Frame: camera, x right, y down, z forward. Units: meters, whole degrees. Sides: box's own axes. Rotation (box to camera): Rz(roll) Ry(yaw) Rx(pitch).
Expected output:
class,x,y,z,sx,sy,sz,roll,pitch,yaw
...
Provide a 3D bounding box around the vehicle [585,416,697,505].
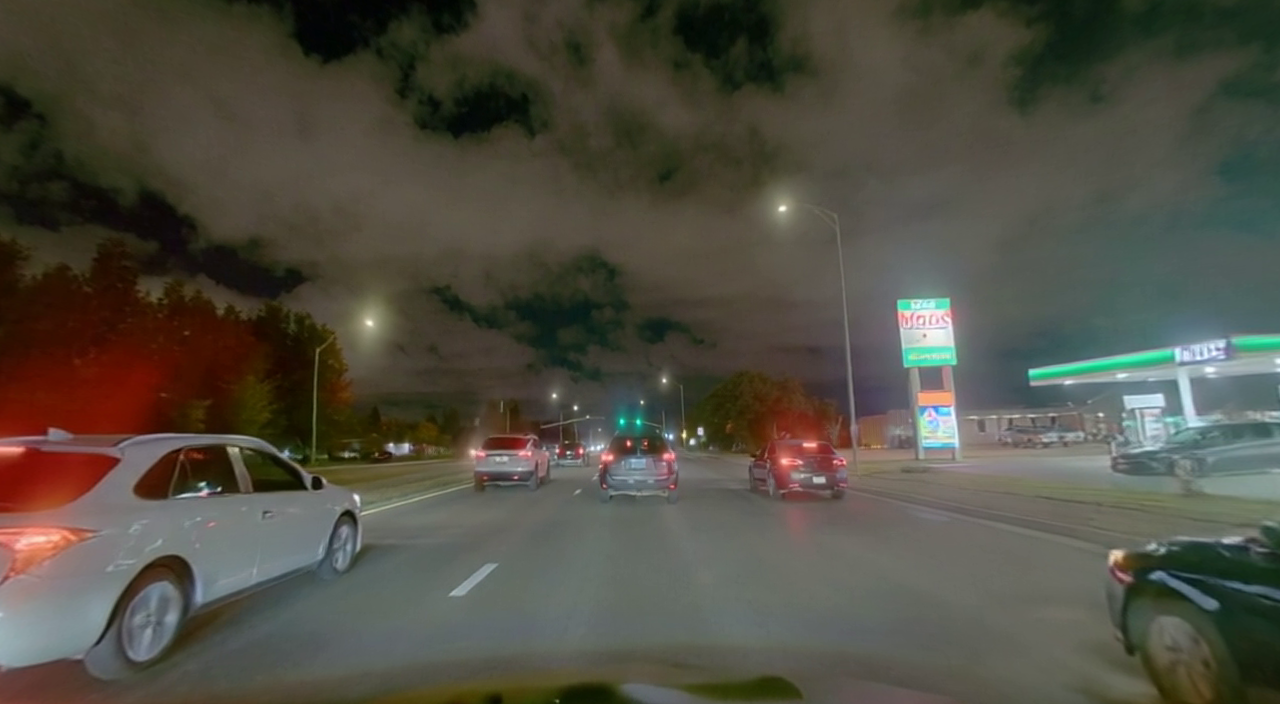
class,x,y,z,sx,sy,sz,roll,pitch,yaw
vehicle,0.011,2.524,15.086,2.279,1.803,4.254,0,-8,0

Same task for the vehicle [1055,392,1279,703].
class,x,y,z,sx,sy,sz,roll,pitch,yaw
vehicle,3.390,0.749,1.309,1.976,1.492,4.436,0,-8,-1

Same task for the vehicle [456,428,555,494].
class,x,y,z,sx,sy,sz,roll,pitch,yaw
vehicle,-3.768,3.122,18.432,1.932,1.695,4.150,0,-8,0

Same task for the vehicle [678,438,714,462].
class,x,y,z,sx,sy,sz,roll,pitch,yaw
vehicle,3.688,6.501,41.960,1.926,1.522,3.852,0,-8,-2

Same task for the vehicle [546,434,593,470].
class,x,y,z,sx,sy,sz,roll,pitch,yaw
vehicle,-3.550,5.112,32.423,1.871,1.673,3.920,0,-8,1

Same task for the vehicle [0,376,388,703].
class,x,y,z,sx,sy,sz,roll,pitch,yaw
vehicle,-3.594,1.175,4.588,1.864,1.574,4.031,0,-8,0

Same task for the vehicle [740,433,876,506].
class,x,y,z,sx,sy,sz,roll,pitch,yaw
vehicle,3.785,2.728,15.146,1.888,1.456,4.589,0,-8,-1
